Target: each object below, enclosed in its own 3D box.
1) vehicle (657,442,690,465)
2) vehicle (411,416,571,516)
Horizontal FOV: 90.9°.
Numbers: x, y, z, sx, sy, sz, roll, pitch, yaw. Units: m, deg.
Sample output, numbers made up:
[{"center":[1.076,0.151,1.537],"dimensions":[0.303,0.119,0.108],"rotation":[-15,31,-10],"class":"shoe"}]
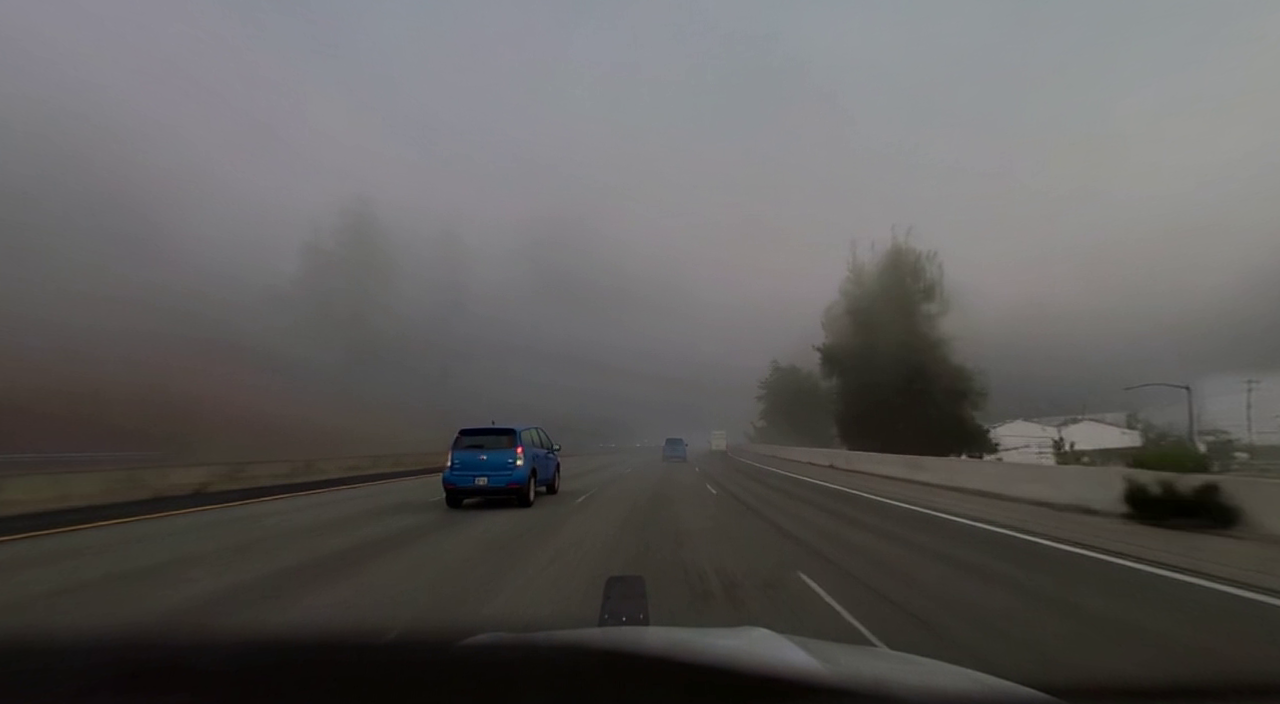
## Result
[{"center":[2.356,6.983,43.418],"dimensions":[2.158,1.458,3.656],"rotation":[-1,-9,4],"class":"vehicle"},{"center":[-3.025,2.469,14.097],"dimensions":[2.185,1.823,4.854],"rotation":[0,-9,2],"class":"vehicle"}]
